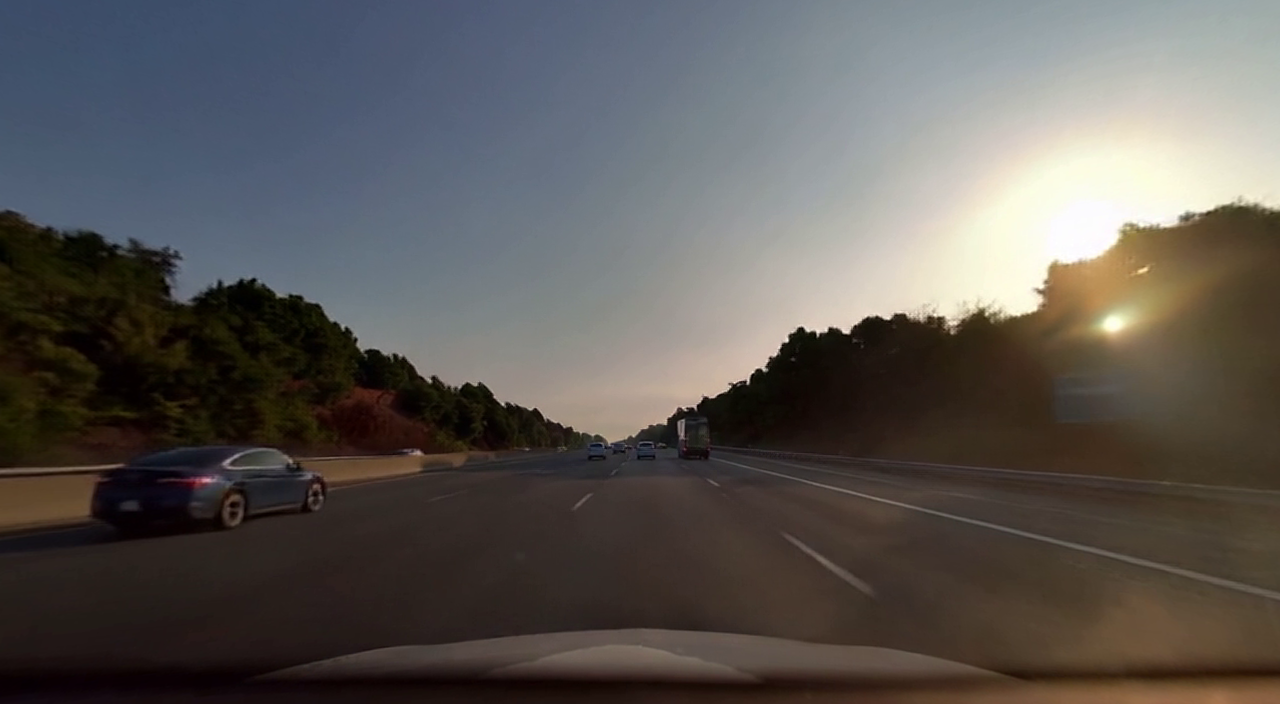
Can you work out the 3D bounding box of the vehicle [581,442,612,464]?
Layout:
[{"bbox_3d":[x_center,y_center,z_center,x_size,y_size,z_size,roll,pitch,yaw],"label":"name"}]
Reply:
[{"bbox_3d":[-3.240,7.561,47.380,2.025,1.571,3.662,0,-9,1],"label":"vehicle"}]

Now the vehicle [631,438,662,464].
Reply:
[{"bbox_3d":[0.480,7.394,47.186,2.212,1.807,4.372,0,-9,0],"label":"vehicle"}]

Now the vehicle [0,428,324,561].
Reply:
[{"bbox_3d":[-7.106,2.014,9.689,1.947,1.513,4.751,-1,-9,1],"label":"vehicle"}]
